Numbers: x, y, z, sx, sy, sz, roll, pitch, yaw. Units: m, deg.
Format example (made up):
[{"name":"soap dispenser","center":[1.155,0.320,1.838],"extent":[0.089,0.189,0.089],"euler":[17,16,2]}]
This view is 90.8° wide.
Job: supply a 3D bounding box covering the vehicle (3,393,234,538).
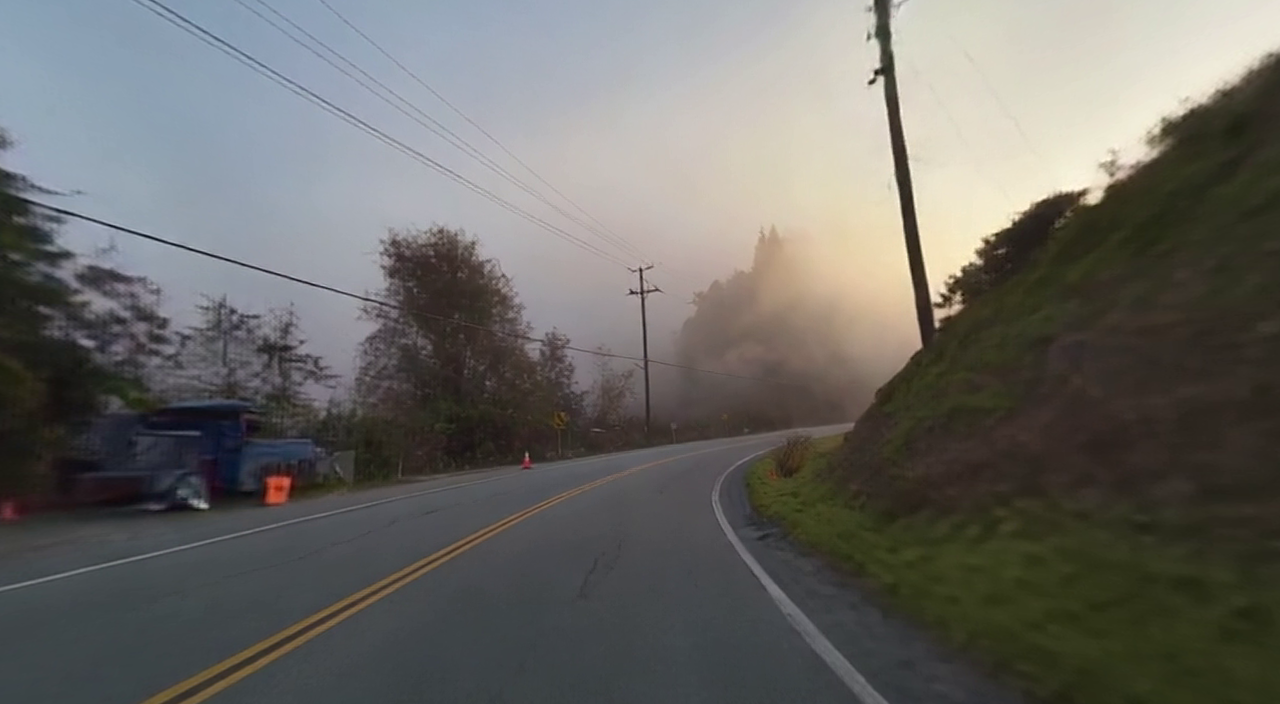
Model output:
[{"name":"vehicle","center":[-12.518,2.736,15.465],"extent":[3.012,2.802,3.057],"euler":[-9,-10,7]}]
